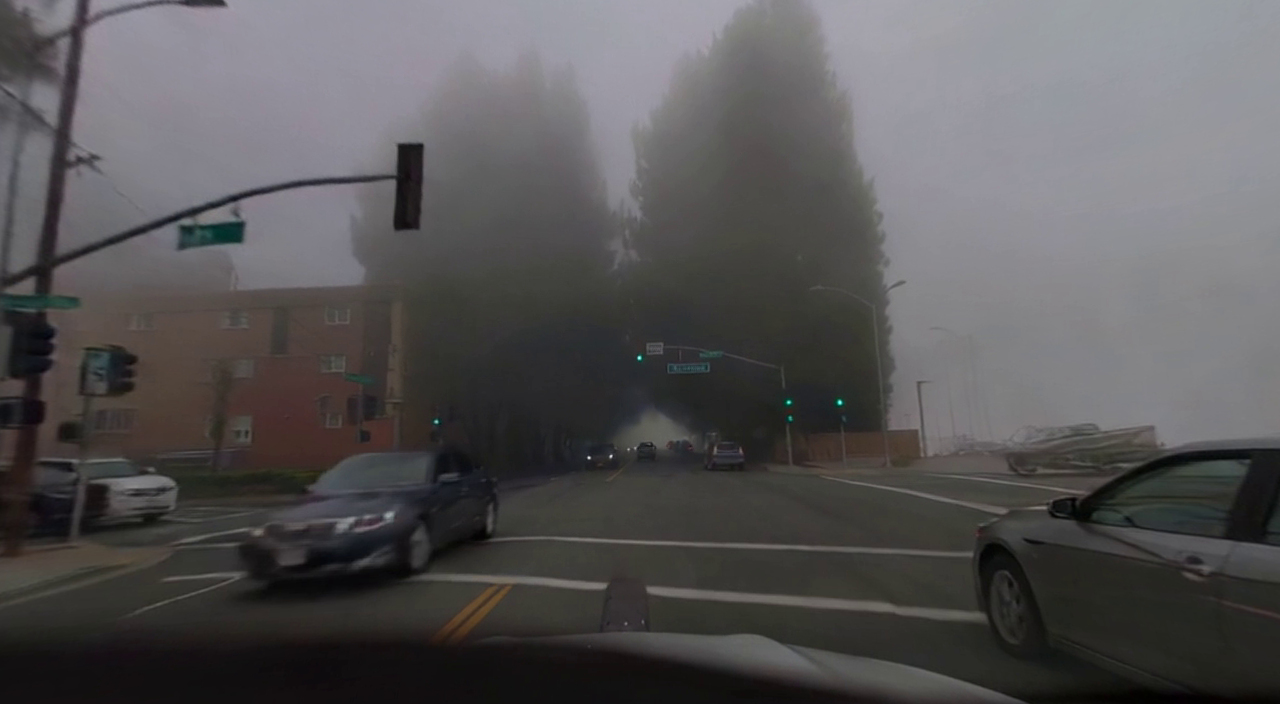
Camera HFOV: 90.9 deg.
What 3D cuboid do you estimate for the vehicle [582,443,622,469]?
[{"bbox_3d":[-2.856,7.974,48.505,2.666,1.885,5.029,-1,-9,1],"label":"vehicle"}]

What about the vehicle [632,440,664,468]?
[{"bbox_3d":[0.538,7.036,43.744,2.118,1.813,4.326,-1,-9,0],"label":"vehicle"}]

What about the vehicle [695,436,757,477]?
[{"bbox_3d":[3.653,4.537,27.512,2.035,1.564,4.719,-1,-9,0],"label":"vehicle"}]

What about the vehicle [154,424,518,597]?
[{"bbox_3d":[-3.551,1.991,8.968,2.519,1.689,5.200,-1,-9,1],"label":"vehicle"}]

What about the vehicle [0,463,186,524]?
[{"bbox_3d":[-16.097,4.020,18.188,4.540,1.546,2.157,-2,-9,8],"label":"vehicle"}]

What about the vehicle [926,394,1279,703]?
[{"bbox_3d":[3.243,0.911,2.378,2.072,1.471,4.834,-1,-9,0],"label":"vehicle"}]
